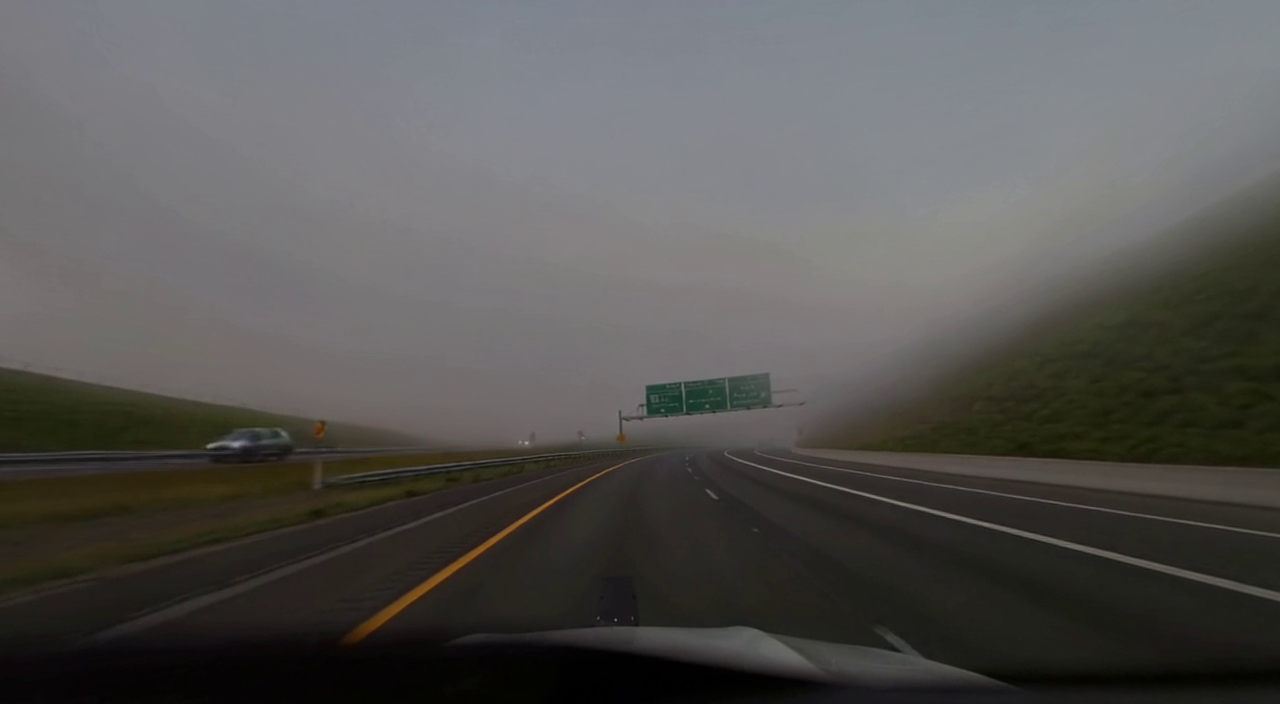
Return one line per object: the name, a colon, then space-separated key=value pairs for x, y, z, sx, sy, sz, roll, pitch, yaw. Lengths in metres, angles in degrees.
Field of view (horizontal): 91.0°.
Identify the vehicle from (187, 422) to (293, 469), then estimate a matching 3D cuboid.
vehicle: x=-19.592 y=4.651 z=31.198 sx=2.113 sy=2.089 sz=5.212 roll=0 pitch=-9 yaw=-4
